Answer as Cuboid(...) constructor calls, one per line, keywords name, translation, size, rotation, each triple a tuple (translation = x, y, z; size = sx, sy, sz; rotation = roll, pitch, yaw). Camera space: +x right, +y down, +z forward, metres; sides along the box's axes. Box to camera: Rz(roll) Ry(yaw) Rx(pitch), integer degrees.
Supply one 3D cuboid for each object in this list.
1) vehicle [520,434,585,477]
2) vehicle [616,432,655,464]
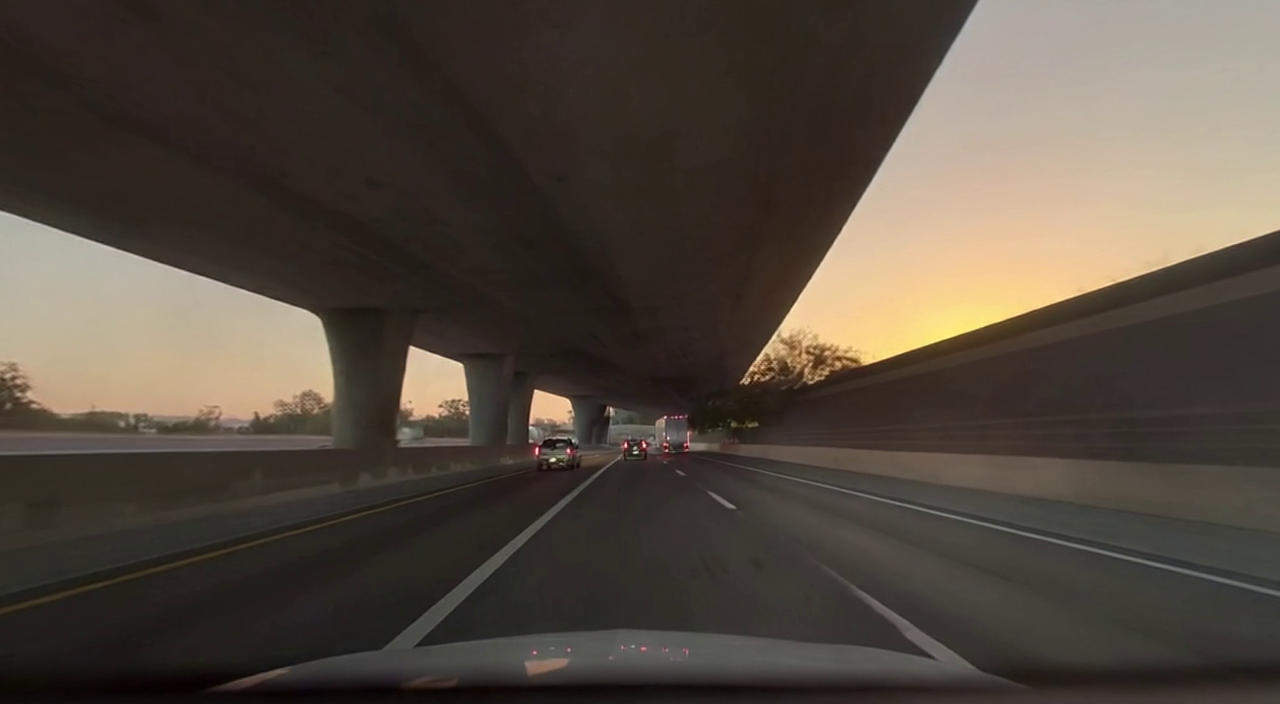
Cuboid(name="vehicle", translation=(-3.809, 4.636, 28.385), size=(2.326, 1.761, 4.450), rotation=(0, -8, 0))
Cuboid(name="vehicle", translation=(-0.324, 6.388, 42.148), size=(2.456, 2.007, 4.728), rotation=(0, -8, -2))
